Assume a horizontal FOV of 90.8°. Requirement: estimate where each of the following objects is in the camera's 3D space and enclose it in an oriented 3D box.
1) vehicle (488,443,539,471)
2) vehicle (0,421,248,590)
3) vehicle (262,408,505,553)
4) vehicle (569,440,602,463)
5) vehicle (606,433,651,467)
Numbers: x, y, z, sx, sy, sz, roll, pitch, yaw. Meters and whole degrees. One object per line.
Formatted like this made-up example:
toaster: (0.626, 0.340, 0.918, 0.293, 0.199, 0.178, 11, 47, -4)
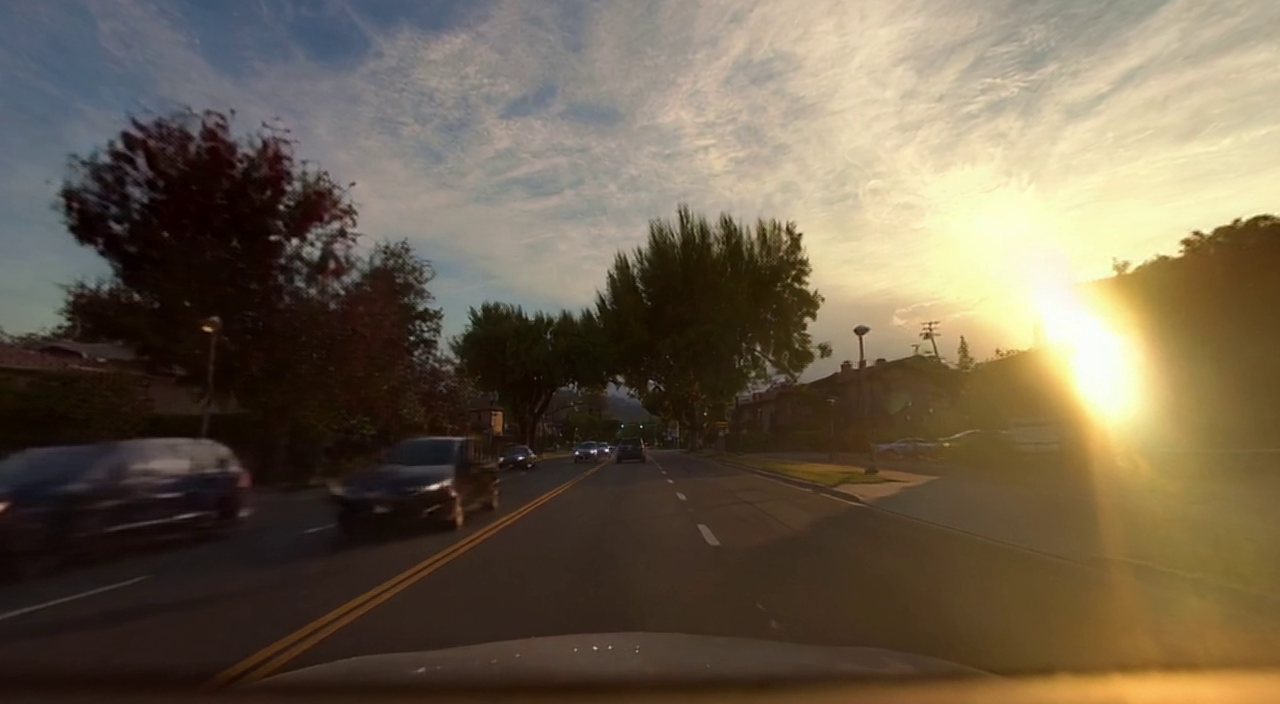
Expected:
vehicle: (-7.954, 6.632, 40.160, 2.211, 1.608, 4.942, 0, -9, 1)
vehicle: (-7.702, 1.972, 8.665, 1.978, 1.744, 4.301, -3, -9, -1)
vehicle: (-3.702, 1.951, 10.239, 1.991, 1.794, 4.572, 0, -9, 0)
vehicle: (-4.213, 7.757, 49.278, 2.115, 1.638, 4.098, 0, -9, 1)
vehicle: (-0.615, 5.997, 38.837, 2.554, 1.902, 5.329, 0, -9, 1)
